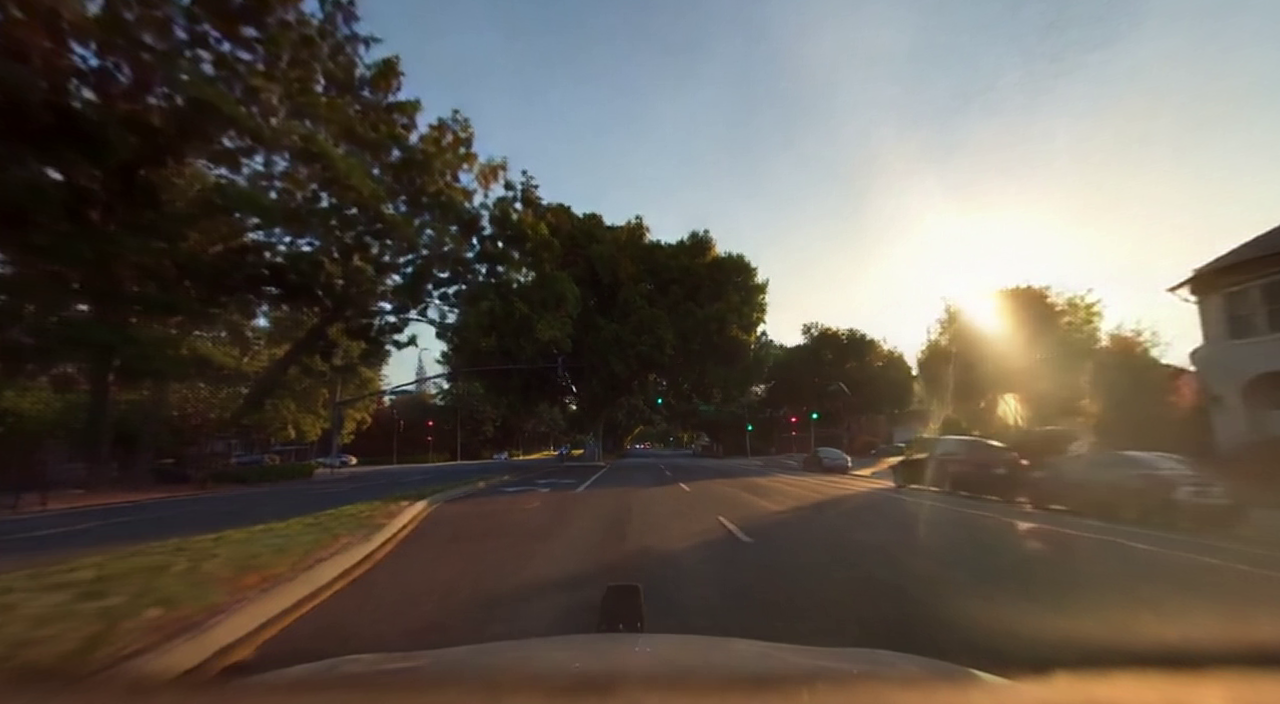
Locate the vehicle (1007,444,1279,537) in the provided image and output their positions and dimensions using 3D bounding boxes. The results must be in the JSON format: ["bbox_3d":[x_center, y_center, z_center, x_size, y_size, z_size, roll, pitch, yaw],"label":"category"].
[{"bbox_3d":[9.772,2.613,12.706,1.931,1.473,4.742,0,-8,0],"label":"vehicle"}]

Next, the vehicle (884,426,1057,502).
[{"bbox_3d":[9.812,3.357,19.479,2.245,1.983,5.433,0,-8,-2],"label":"vehicle"}]

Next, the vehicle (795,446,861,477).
[{"bbox_3d":[9.823,5.733,33.494,1.918,1.483,4.813,0,-8,-1],"label":"vehicle"}]
